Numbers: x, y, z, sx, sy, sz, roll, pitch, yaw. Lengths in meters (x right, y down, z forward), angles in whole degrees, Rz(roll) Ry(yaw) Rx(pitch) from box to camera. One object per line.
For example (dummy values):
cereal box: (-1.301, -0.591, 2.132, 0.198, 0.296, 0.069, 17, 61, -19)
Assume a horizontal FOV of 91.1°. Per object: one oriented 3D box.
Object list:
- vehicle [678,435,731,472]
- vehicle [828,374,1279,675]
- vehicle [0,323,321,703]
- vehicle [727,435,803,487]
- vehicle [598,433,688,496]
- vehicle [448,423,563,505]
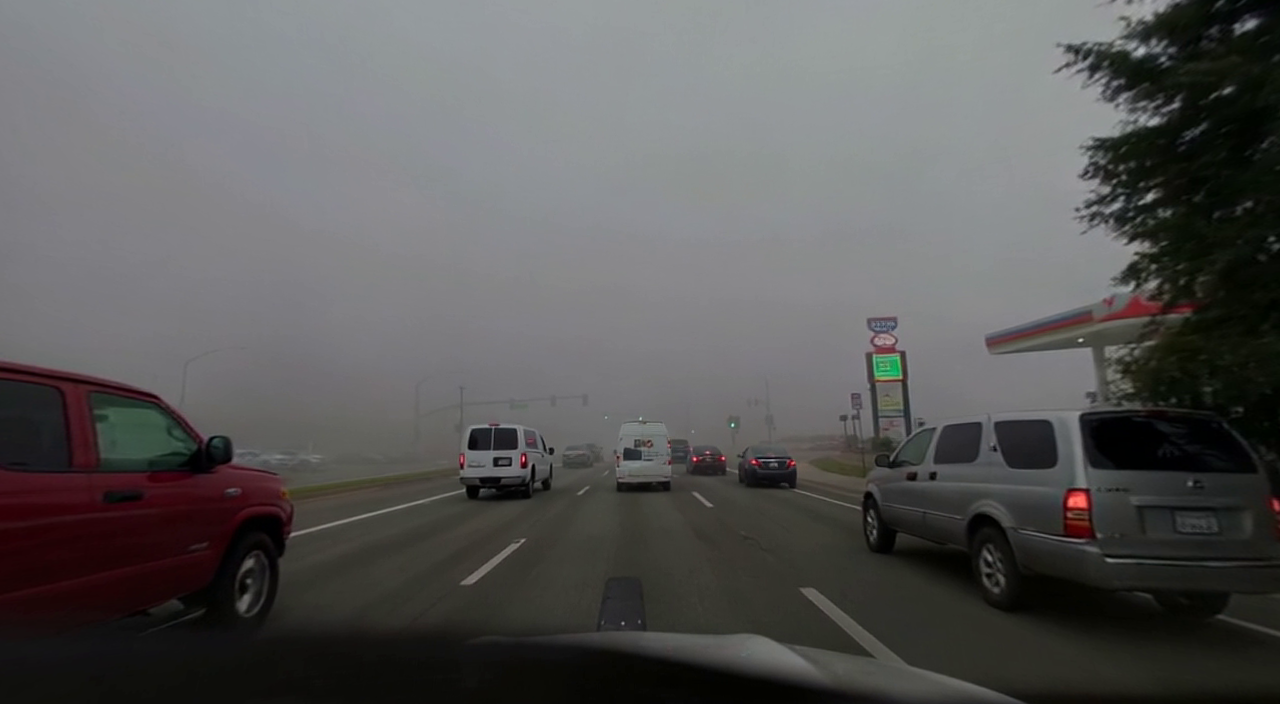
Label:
vehicle: (3.279, 5.302, 32.978, 2.193, 1.795, 5.130, 0, -8, 0)
vehicle: (3.671, 1.379, 6.229, 2.055, 1.786, 4.817, 0, -8, -1)
vehicle: (-3.494, 0.728, 2.143, 2.002, 1.747, 5.173, 0, -8, 1)
vehicle: (4.505, 3.998, 23.371, 2.119, 1.696, 4.623, 0, -8, 3)
vehicle: (0.067, 3.478, 19.928, 2.426, 1.703, 5.602, 0, -8, 0)
vehicle: (-3.508, 3.032, 17.477, 2.025, 1.936, 4.995, 0, -8, 1)
